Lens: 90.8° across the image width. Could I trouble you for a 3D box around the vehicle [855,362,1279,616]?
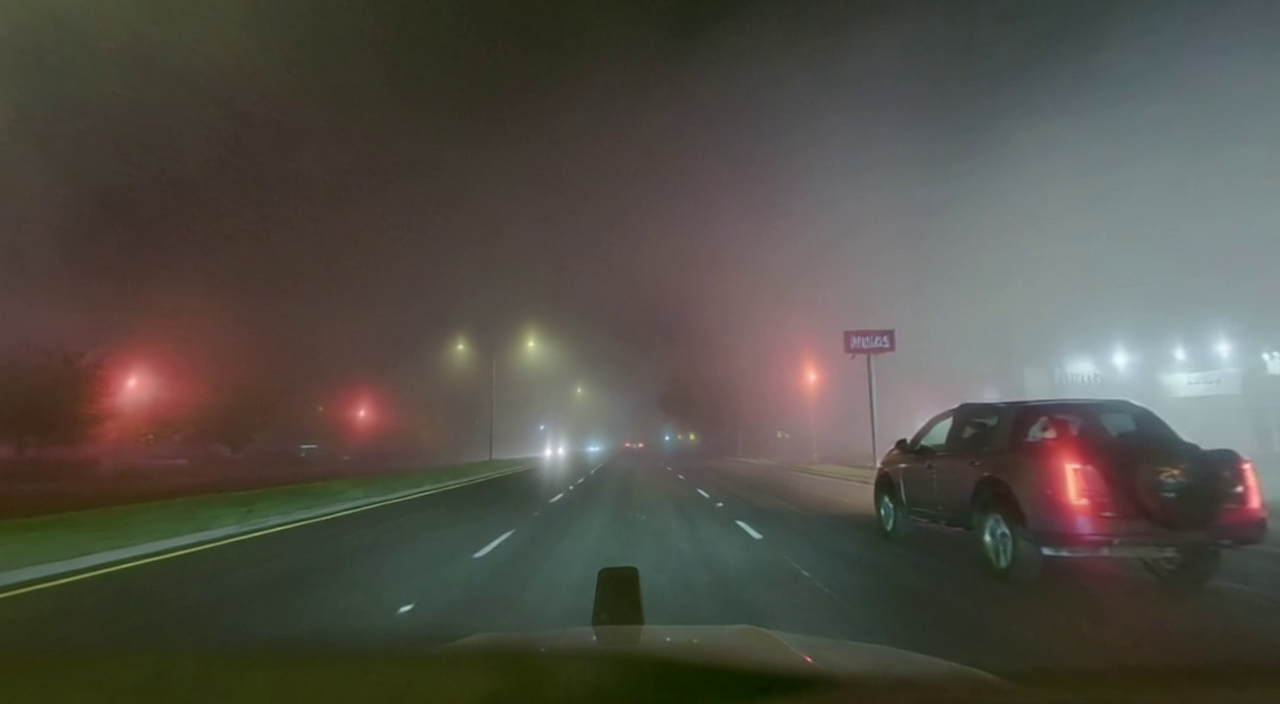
[{"bbox_3d":[4.641,1.425,7.534,2.185,1.956,5.128,0,-8,-2],"label":"vehicle"}]
